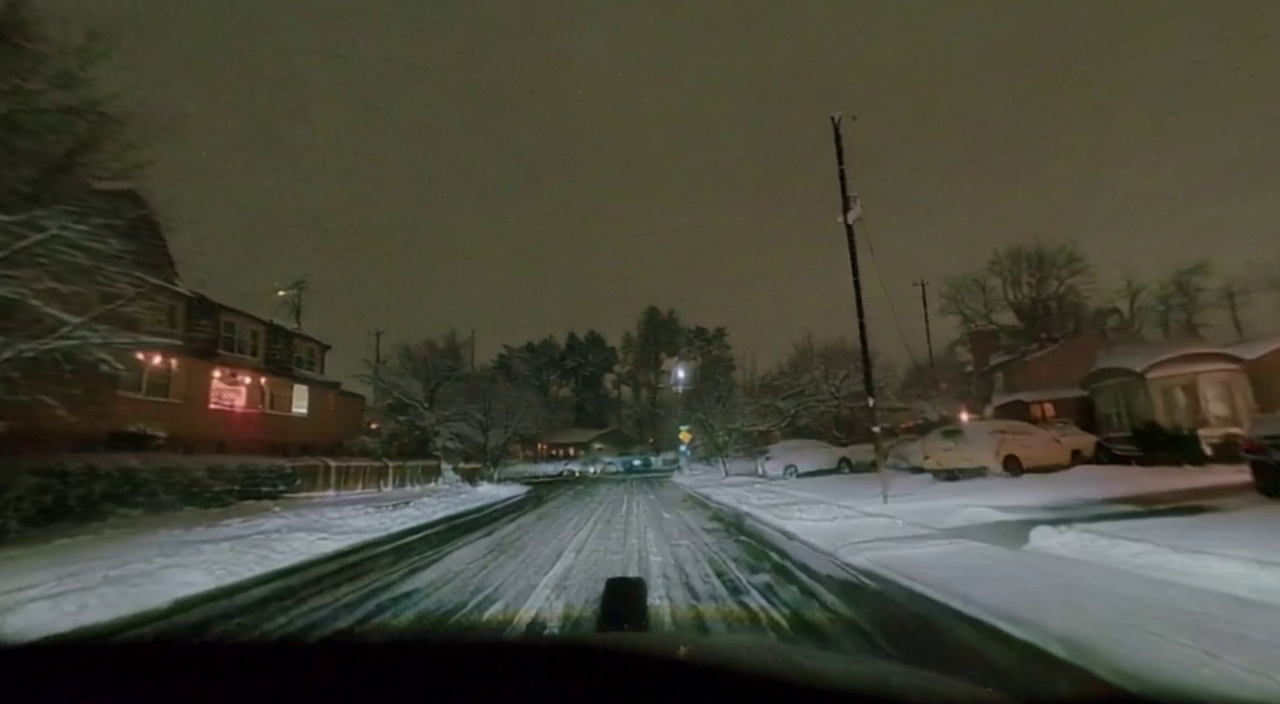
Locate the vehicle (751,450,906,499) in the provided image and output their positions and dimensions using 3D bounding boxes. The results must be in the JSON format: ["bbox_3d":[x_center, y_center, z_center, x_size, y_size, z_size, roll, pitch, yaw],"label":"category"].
[{"bbox_3d":[5.747,3.759,19.585,4.229,1.402,1.811,0,-9,0],"label":"vehicle"}]

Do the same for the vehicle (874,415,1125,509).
[{"bbox_3d":[9.406,2.939,16.874,5.239,1.933,2.131,-4,-10,-2],"label":"vehicle"}]
